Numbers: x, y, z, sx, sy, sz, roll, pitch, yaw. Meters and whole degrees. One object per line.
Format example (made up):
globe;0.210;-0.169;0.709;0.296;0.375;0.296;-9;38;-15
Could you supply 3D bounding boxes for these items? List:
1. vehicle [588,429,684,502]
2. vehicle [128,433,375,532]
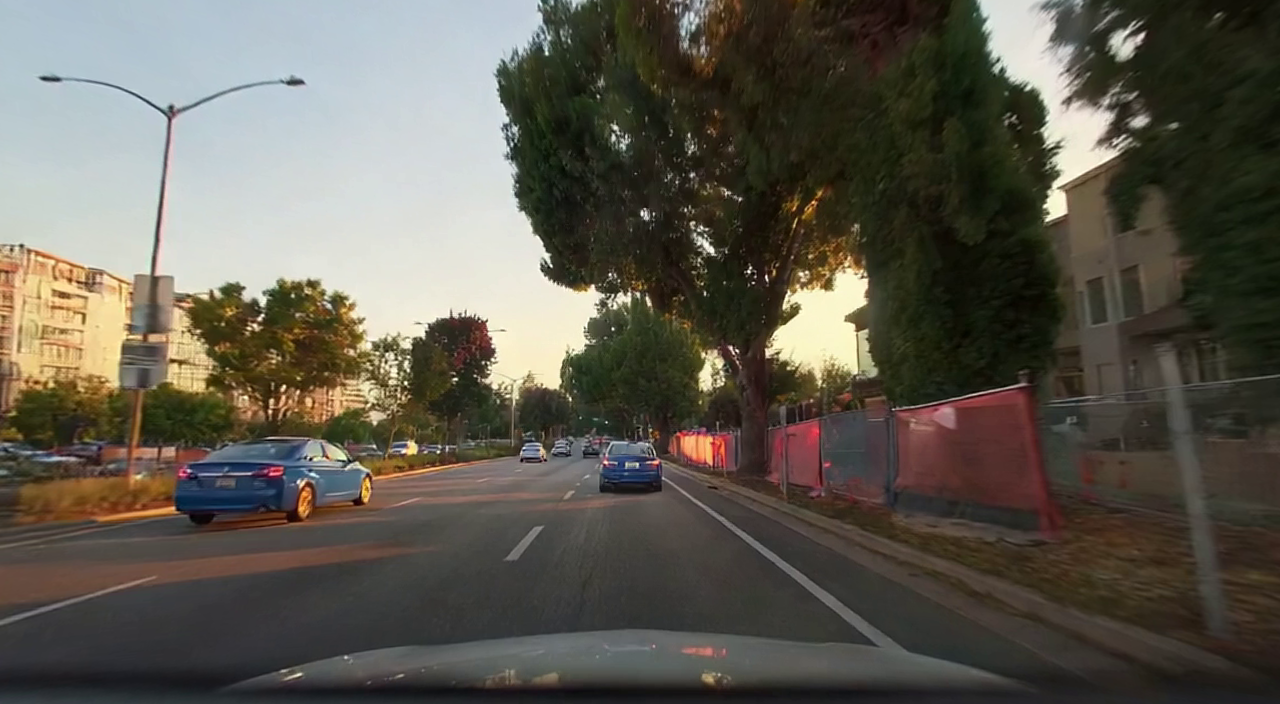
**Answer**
vehicle;-0.203;2.927;16.685;2.227;1.654;4.091;0;-8;-3
vehicle;-6.871;2.314;11.875;1.877;1.479;4.430;0;-8;-1
